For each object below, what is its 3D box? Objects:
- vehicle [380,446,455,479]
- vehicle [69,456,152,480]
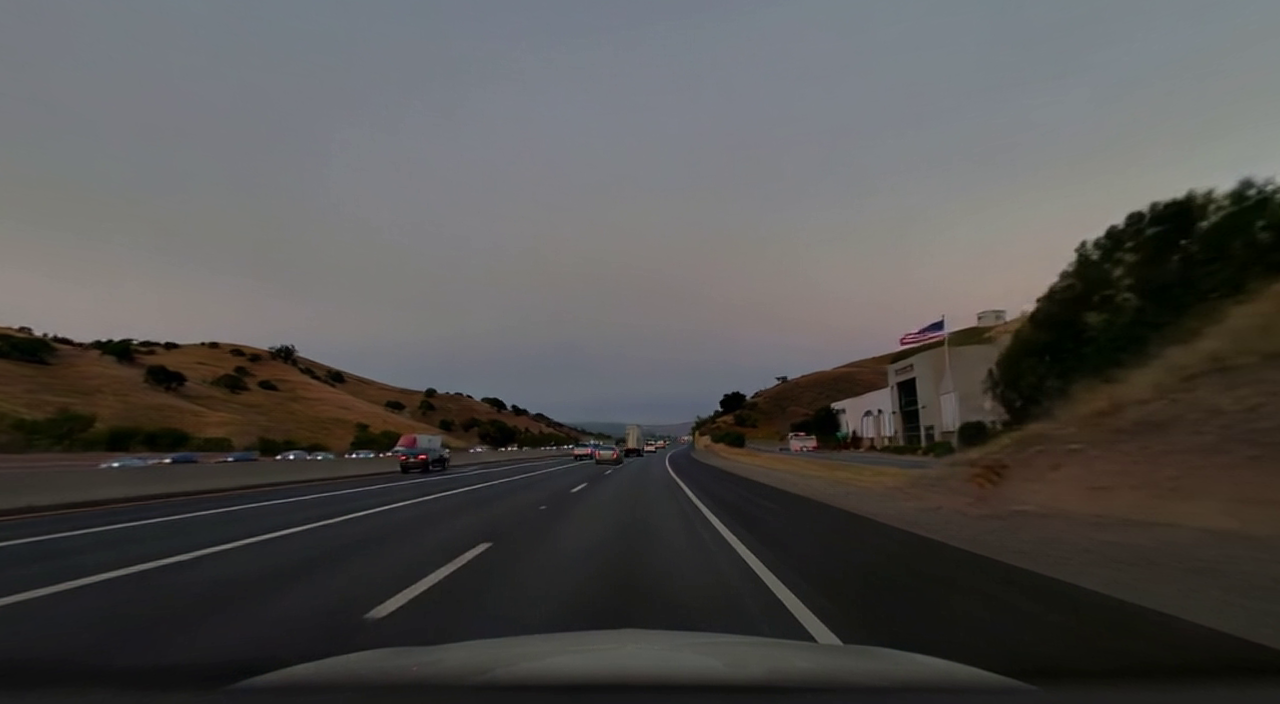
[{"bbox_3d":[-10.833,5.387,31.048,1.927,1.454,4.395,-1,-8,2],"label":"vehicle"},{"bbox_3d":[-37.810,8.284,45.197,1.750,1.468,4.757,-1,-8,1],"label":"vehicle"}]
